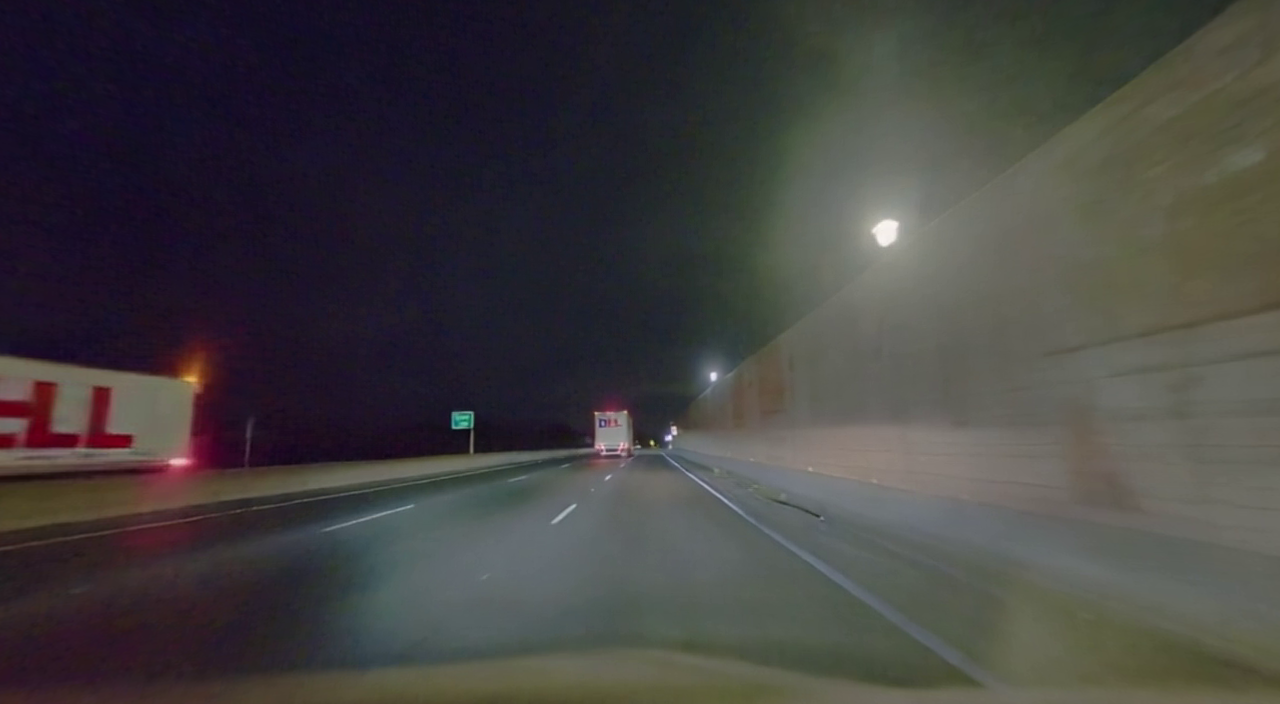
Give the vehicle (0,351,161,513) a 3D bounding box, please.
[{"bbox_3d":[-17.540,1.567,12.306,3.102,4.025,16.974,1,-7,0],"label":"vehicle"}]
